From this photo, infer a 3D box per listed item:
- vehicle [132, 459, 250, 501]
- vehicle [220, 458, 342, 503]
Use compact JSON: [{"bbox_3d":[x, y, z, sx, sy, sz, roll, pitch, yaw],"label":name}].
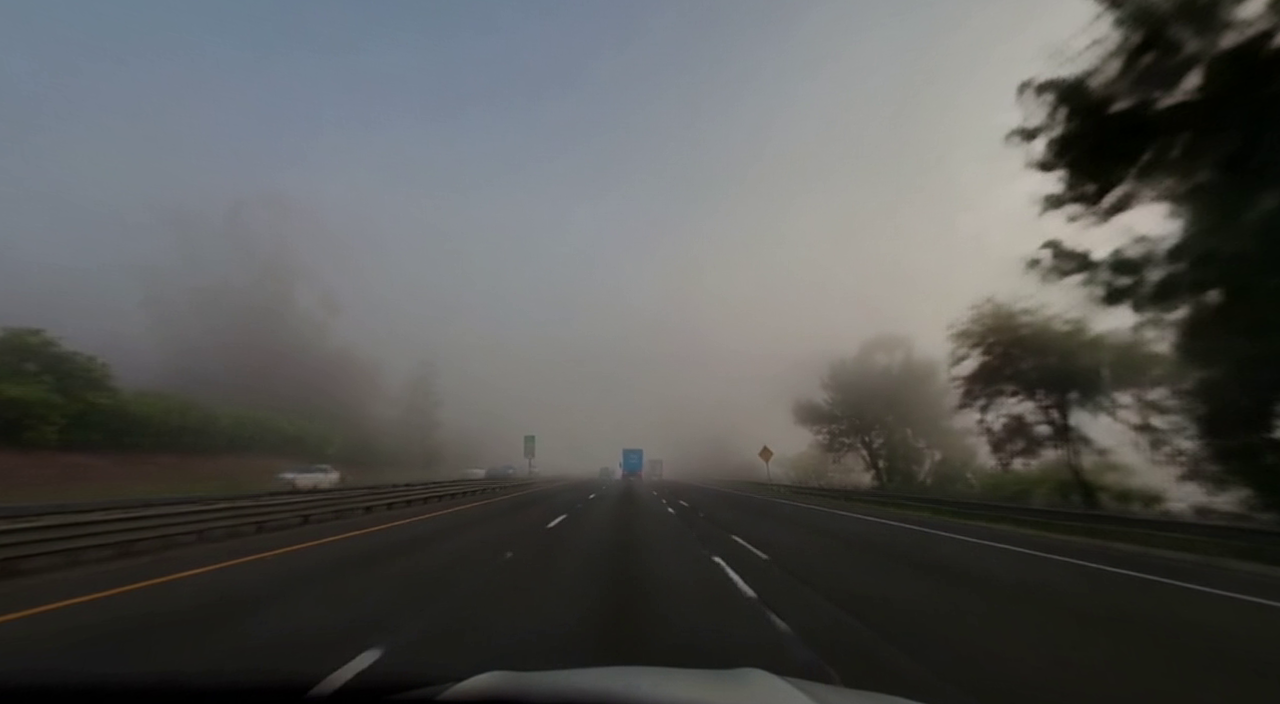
[{"bbox_3d":[-17.193,4.912,24.370,1.749,1.469,3.779,1,-10,0],"label":"vehicle"},{"bbox_3d":[-13.175,4.760,23.529,1.903,1.448,4.489,1,-10,0],"label":"vehicle"}]
